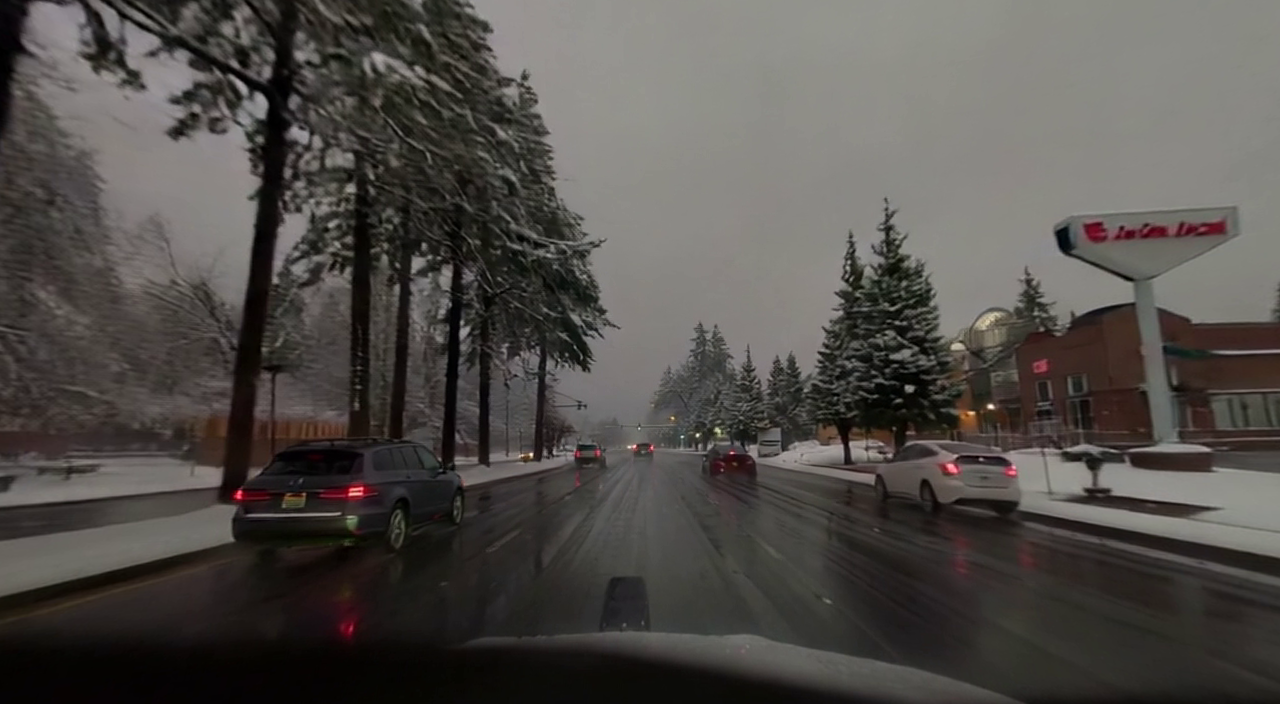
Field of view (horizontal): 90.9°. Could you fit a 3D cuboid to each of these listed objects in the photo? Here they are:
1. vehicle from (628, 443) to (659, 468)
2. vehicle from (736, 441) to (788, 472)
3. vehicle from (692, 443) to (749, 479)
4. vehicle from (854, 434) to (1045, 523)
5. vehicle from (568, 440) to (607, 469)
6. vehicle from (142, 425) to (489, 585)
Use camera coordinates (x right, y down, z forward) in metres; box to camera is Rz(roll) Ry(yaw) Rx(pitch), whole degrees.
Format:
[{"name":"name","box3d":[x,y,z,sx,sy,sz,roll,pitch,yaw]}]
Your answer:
[{"name":"vehicle","box3d":[0.243,6.687,40.903,1.922,1.579,3.642,0,-8,0]},{"name":"vehicle","box3d":[6.819,5.908,35.798,1.988,1.659,4.508,0,-9,-1]},{"name":"vehicle","box3d":[3.533,4.865,28.544,2.010,1.486,4.498,0,-8,0]},{"name":"vehicle","box3d":[6.374,2.626,13.667,1.983,1.599,4.243,0,-9,0]},{"name":"vehicle","box3d":[-3.364,6.653,41.014,2.051,1.747,4.370,0,-8,1]},{"name":"vehicle","box3d":[-3.785,1.869,8.757,1.988,1.530,5.155,0,-8,1]}]
